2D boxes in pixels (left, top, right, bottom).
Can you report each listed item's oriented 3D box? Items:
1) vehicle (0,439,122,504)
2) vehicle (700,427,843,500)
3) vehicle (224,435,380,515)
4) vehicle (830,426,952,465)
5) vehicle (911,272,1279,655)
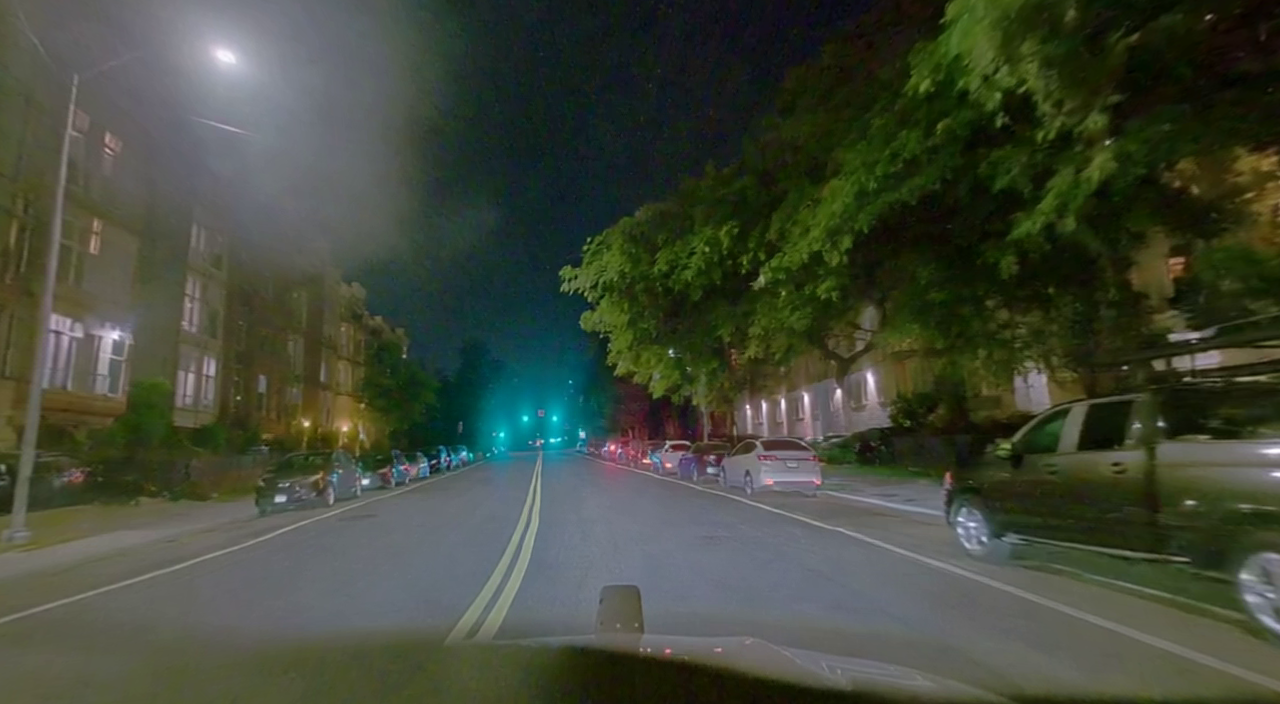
[{"bbox_3d":[-17.701,3.273,17.295,4.914,1.646,2.175,0,-9,-7],"label":"vehicle"},{"bbox_3d":[2.967,2.649,15.437,1.861,1.490,4.619,1,-9,-9],"label":"vehicle"},{"bbox_3d":[-8.879,3.257,17.253,2.033,1.759,5.372,0,-9,-9],"label":"vehicle"},{"bbox_3d":[10.075,3.781,25.492,4.070,1.472,1.967,1,-9,-10],"label":"vehicle"},{"bbox_3d":[4.604,0.791,4.692,2.259,2.118,5.567,1,-9,-5],"label":"vehicle"}]
